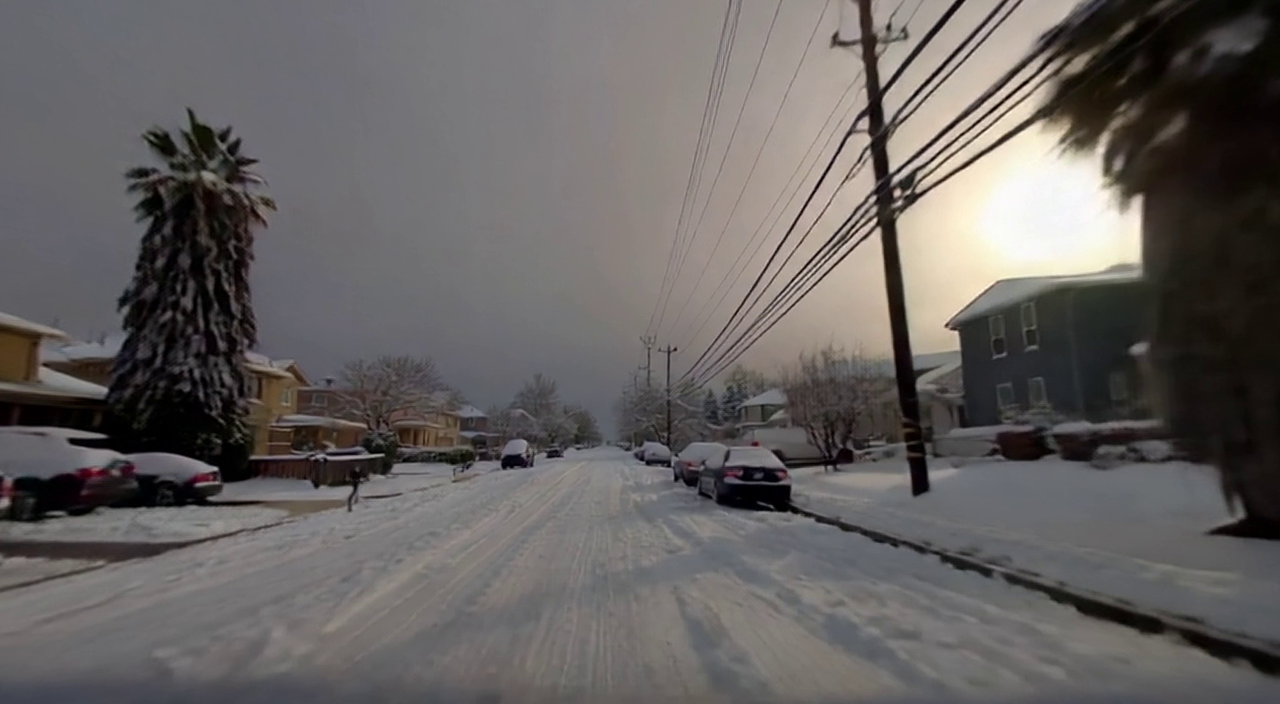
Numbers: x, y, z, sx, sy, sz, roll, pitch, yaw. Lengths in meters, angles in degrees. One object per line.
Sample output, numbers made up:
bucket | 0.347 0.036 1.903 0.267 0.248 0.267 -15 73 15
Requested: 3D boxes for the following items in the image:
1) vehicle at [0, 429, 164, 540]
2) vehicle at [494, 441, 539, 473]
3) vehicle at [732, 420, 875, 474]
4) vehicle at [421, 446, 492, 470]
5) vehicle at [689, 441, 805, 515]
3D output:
vehicle | -12.157 2.450 12.121 4.469 1.883 2.044 -1 -8 5
vehicle | -8.194 7.076 42.279 2.156 1.932 4.518 -2 -11 -1
vehicle | 7.410 4.389 29.293 5.900 2.328 2.603 0 -8 2
vehicle | -13.515 7.838 46.747 4.529 1.677 2.204 0 -8 -2
vehicle | 2.335 2.859 14.855 1.870 1.490 3.802 0 -8 -3
